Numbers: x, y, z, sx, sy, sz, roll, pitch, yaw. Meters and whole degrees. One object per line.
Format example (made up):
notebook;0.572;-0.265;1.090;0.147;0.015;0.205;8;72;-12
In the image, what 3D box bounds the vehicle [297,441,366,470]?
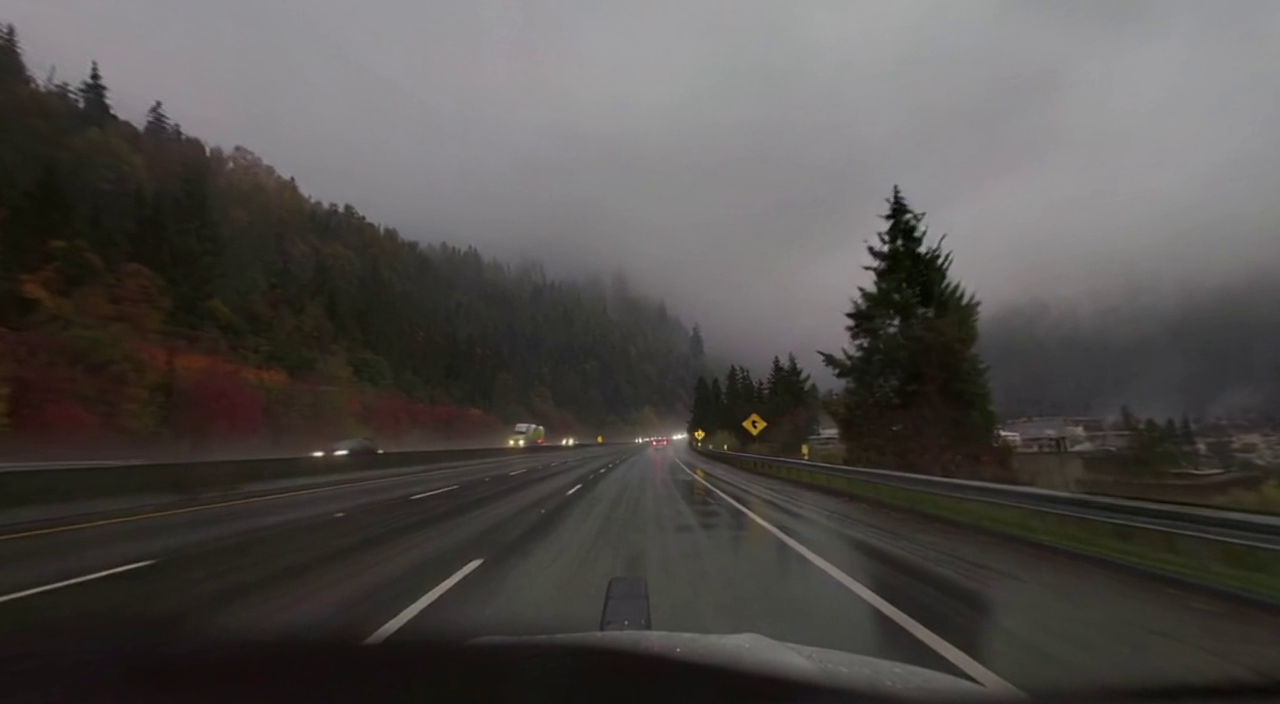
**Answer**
vehicle;-18.485;6.200;37.870;1.913;1.619;4.158;-1;-8;2
